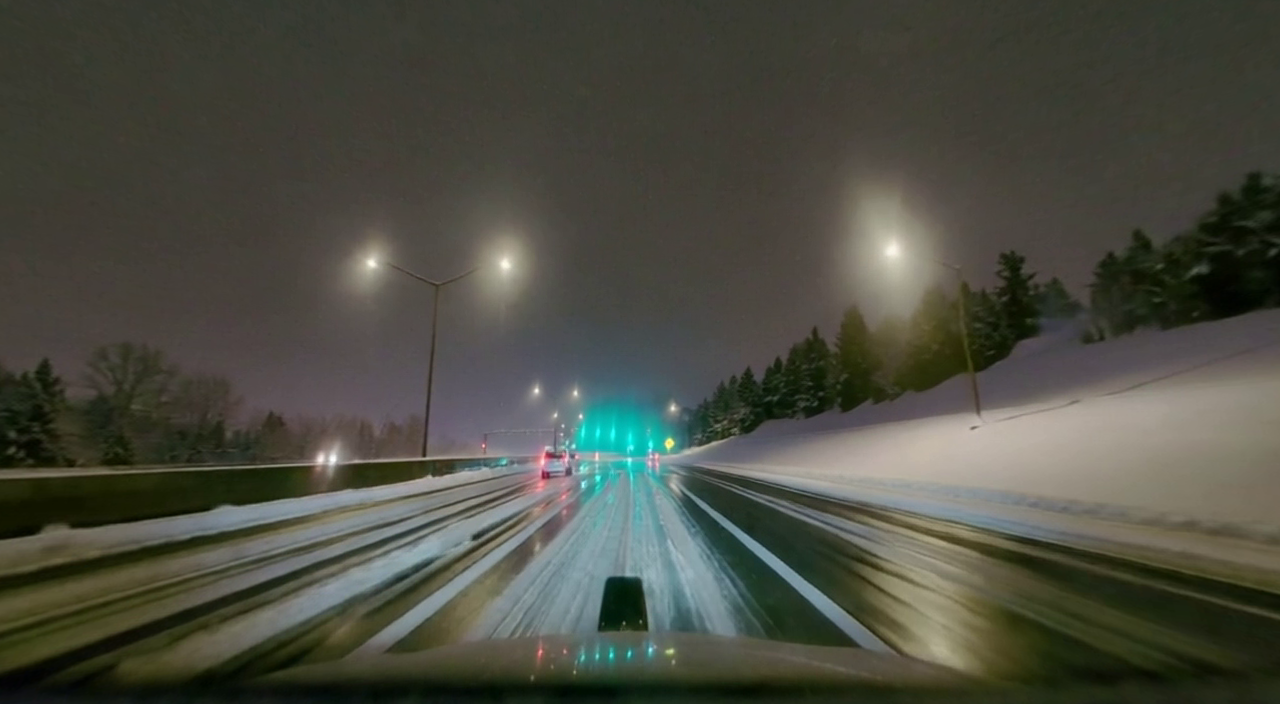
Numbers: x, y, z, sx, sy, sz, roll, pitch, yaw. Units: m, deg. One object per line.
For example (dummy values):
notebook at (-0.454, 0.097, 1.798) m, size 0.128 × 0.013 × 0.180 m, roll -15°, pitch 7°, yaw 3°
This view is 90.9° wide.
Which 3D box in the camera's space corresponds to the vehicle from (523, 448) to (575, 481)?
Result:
vehicle at (-4.412, 5.493, 31.147) m, size 2.014 × 1.481 × 4.156 m, roll 0°, pitch -9°, yaw -1°
